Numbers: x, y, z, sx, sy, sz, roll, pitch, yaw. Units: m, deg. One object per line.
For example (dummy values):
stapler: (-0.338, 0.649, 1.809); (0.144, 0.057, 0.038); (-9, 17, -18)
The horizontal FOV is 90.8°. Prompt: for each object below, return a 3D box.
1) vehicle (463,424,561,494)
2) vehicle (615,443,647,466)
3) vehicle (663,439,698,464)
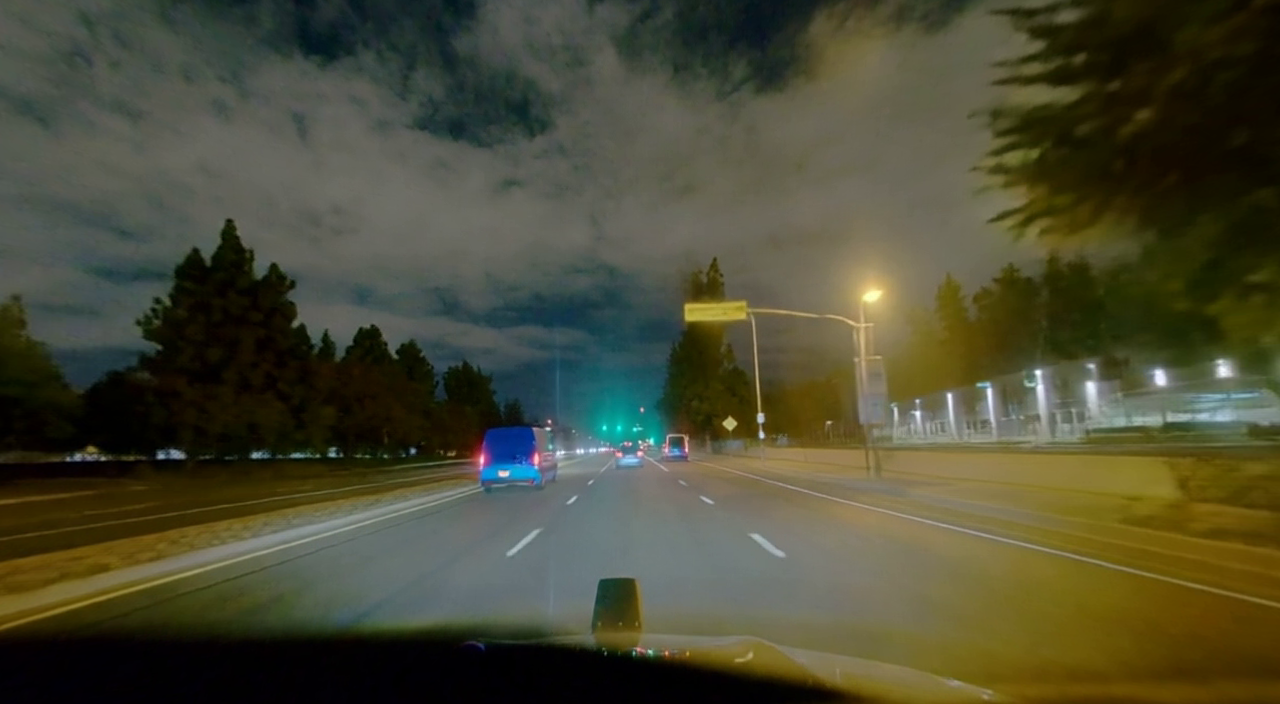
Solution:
vehicle: (-3.771, 3.265, 19.580); (2.075, 1.863, 4.744); (0, -9, -1)
vehicle: (-0.647, 6.977, 43.037); (2.039, 1.455, 3.826); (0, -9, -2)
vehicle: (2.949, 7.393, 47.149); (2.181, 1.781, 4.257); (0, -9, -2)
